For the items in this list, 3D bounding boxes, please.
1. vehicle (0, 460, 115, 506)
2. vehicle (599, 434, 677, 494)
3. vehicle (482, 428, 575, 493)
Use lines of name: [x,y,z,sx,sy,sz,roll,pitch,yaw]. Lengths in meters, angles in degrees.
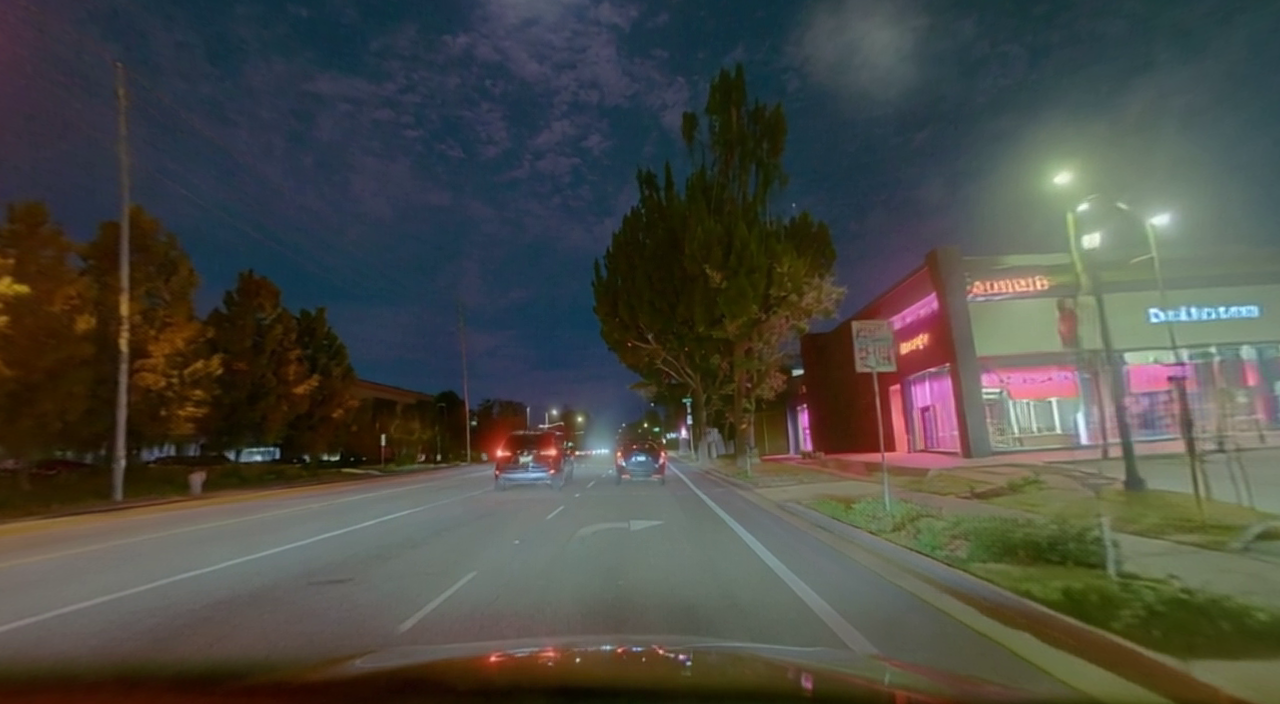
vehicle: [-23.328,4.990,24.359,1.862,1.468,4.708,0,-8,3]
vehicle: [-0.056,3.358,19.248,2.108,1.612,4.246,0,-8,0]
vehicle: [-3.498,3.524,20.950,2.064,1.859,5.154,0,-8,1]
